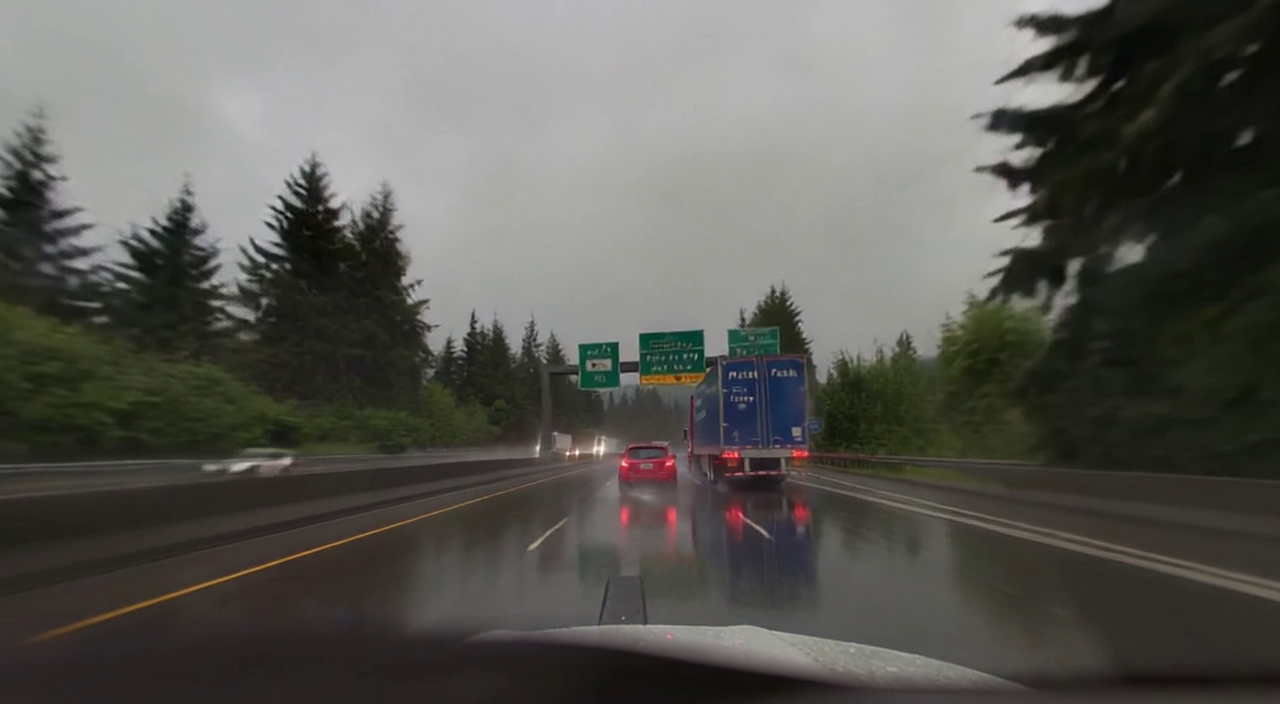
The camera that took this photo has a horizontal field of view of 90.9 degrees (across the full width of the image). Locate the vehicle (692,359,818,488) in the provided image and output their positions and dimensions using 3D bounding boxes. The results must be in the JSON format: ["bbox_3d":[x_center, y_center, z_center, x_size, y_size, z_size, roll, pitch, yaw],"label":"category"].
[{"bbox_3d":[4.128,3.289,26.498,2.960,4.018,13.834,0,-9,1],"label":"vehicle"}]

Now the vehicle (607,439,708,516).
[{"bbox_3d":[0.349,2.921,15.179,2.039,1.532,4.610,0,-9,0],"label":"vehicle"}]

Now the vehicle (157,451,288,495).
[{"bbox_3d":[-15.391,4.447,23.574,1.769,1.450,4.404,0,-9,2],"label":"vehicle"}]
